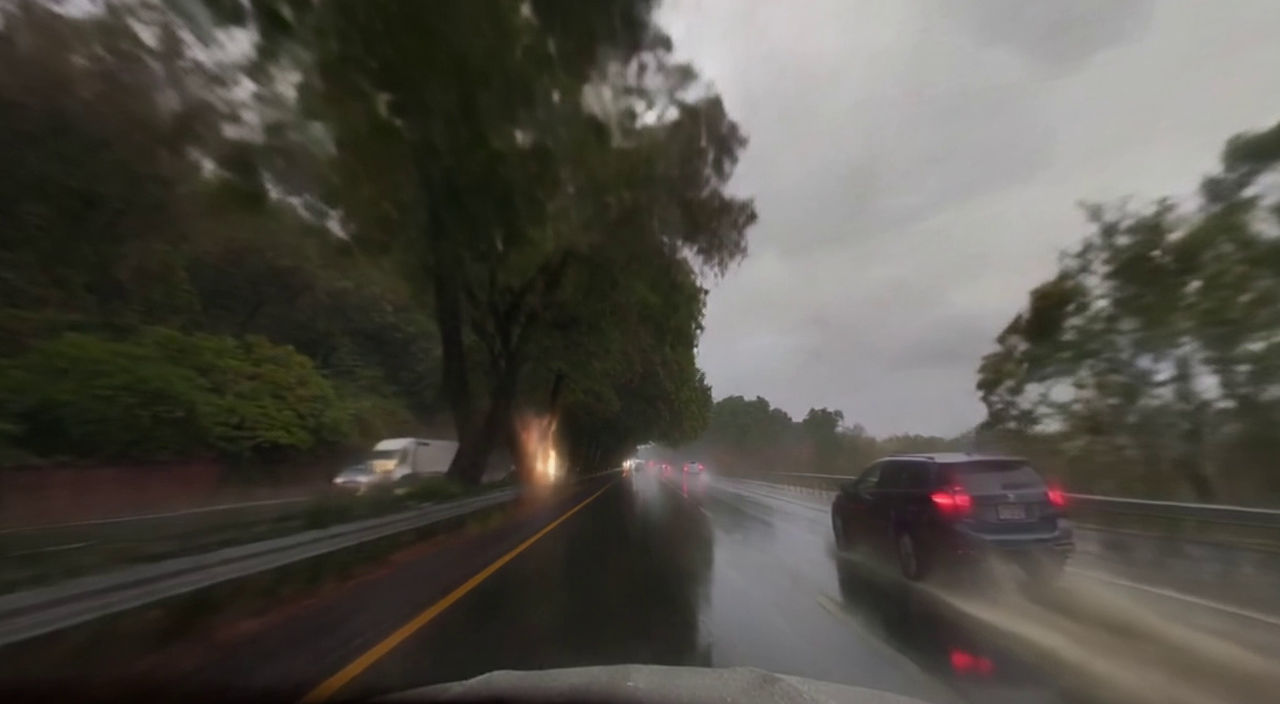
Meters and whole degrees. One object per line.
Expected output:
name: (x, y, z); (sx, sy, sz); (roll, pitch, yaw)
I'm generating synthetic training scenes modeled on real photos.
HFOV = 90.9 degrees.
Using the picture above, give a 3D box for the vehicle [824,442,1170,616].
vehicle: (3.743, 1.926, 7.606); (1.825, 1.494, 3.959); (1, -10, 0)

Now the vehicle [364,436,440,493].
vehicle: (-12.863, 6.140, 34.421); (2.258, 2.849, 4.096); (0, -10, 3)

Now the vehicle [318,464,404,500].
vehicle: (-12.833, 5.986, 29.307); (1.884, 1.483, 4.483); (1, -10, 0)

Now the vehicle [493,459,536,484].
vehicle: (-8.755, 8.373, 44.245); (1.958, 1.576, 4.727); (1, -10, 1)

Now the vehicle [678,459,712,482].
vehicle: (3.997, 8.737, 46.544); (2.156, 1.569, 3.821); (1, -10, 0)
